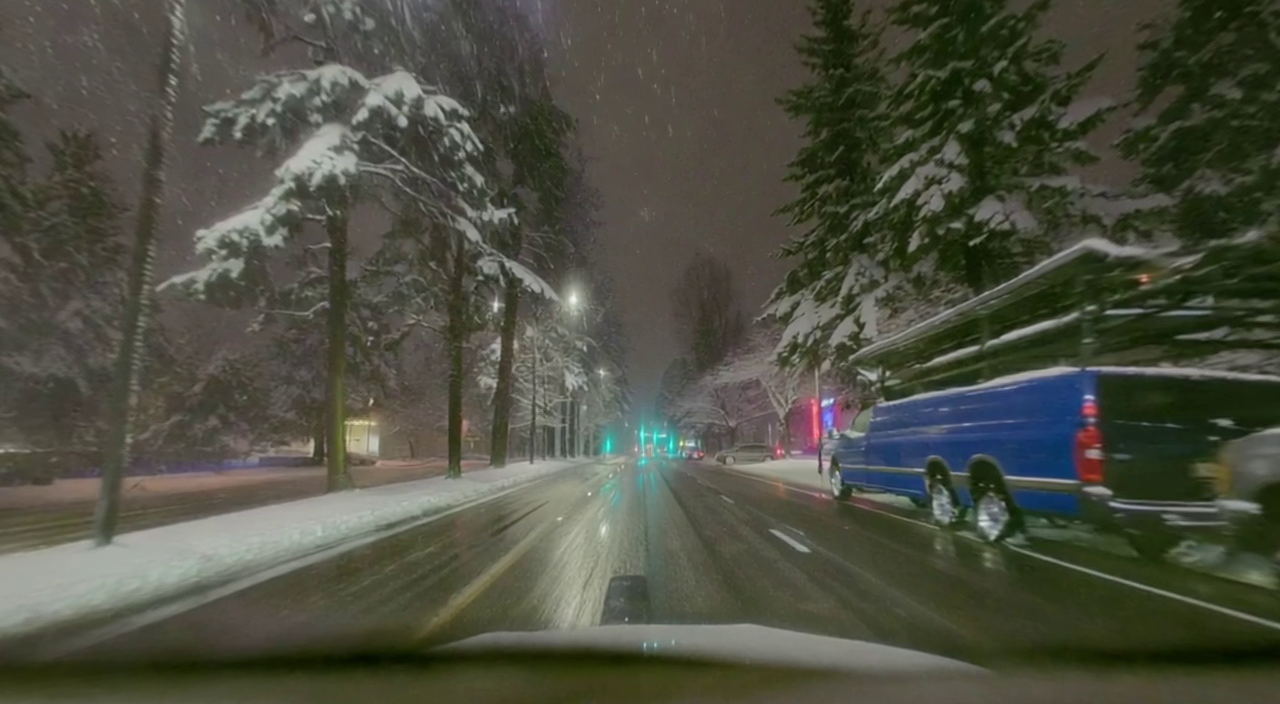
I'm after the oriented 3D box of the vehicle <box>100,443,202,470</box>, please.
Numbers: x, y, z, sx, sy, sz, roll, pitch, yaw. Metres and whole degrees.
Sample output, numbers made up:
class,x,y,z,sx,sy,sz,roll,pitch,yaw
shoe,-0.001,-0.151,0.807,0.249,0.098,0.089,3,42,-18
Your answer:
class,x,y,z,sx,sy,sz,roll,pitch,yaw
vehicle,-32.059,6.867,41.468,4.796,1.581,2.278,-2,-8,-1

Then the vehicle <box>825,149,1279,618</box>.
class,x,y,z,sx,sy,sz,roll,pitch,yaw
vehicle,6.552,0.956,10.821,3.145,4.015,10.939,0,-8,-1

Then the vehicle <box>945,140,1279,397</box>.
class,x,y,z,sx,sy,sz,roll,pitch,yaw
vehicle,6.597,-0.634,8.161,3.066,2.040,4.878,0,-9,4
